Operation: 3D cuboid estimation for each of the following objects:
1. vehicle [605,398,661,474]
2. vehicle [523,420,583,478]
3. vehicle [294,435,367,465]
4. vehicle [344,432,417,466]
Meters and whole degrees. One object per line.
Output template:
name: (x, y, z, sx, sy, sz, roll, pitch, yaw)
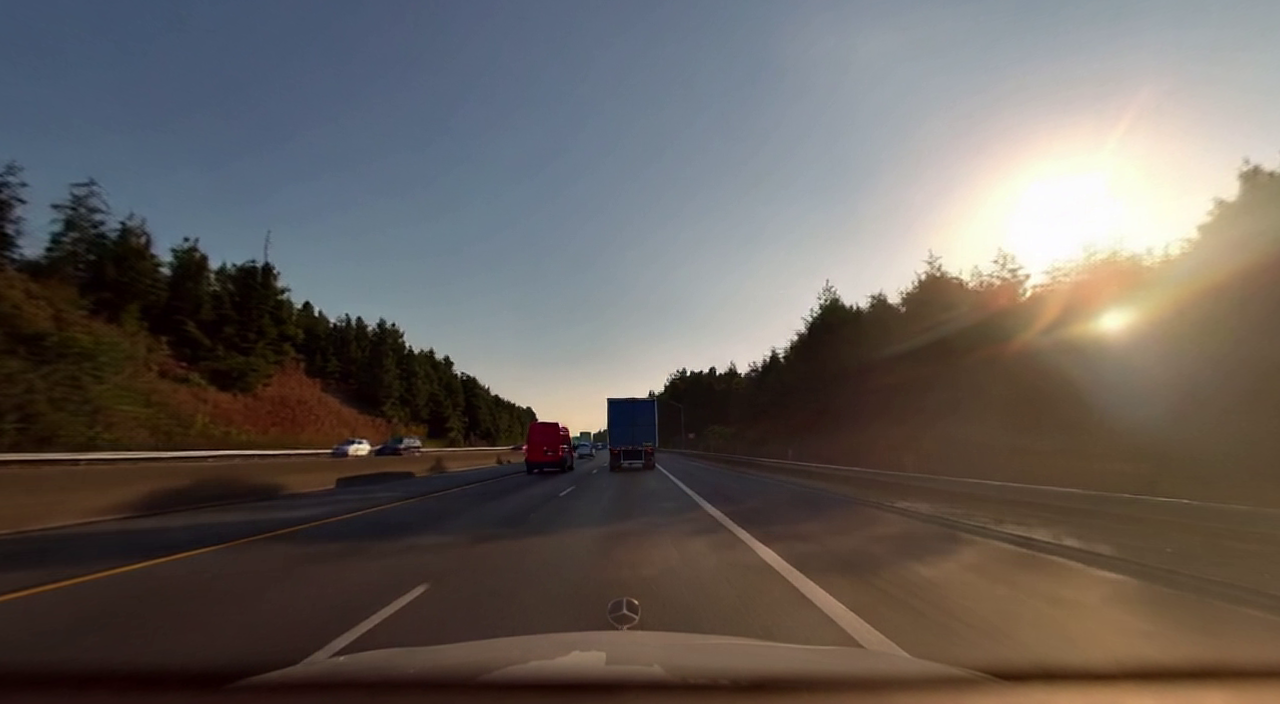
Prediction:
vehicle: (-0.388, 5.288, 38.995, 2.995, 4.036, 10.311, 0, -9, 0)
vehicle: (-4.482, 5.146, 33.516, 2.357, 2.786, 6.144, 0, -9, -1)
vehicle: (-17.551, 5.606, 36.057, 1.939, 1.570, 4.478, 0, -9, 0)
vehicle: (-13.482, 5.094, 33.105, 2.028, 1.658, 4.256, 0, -9, -1)
